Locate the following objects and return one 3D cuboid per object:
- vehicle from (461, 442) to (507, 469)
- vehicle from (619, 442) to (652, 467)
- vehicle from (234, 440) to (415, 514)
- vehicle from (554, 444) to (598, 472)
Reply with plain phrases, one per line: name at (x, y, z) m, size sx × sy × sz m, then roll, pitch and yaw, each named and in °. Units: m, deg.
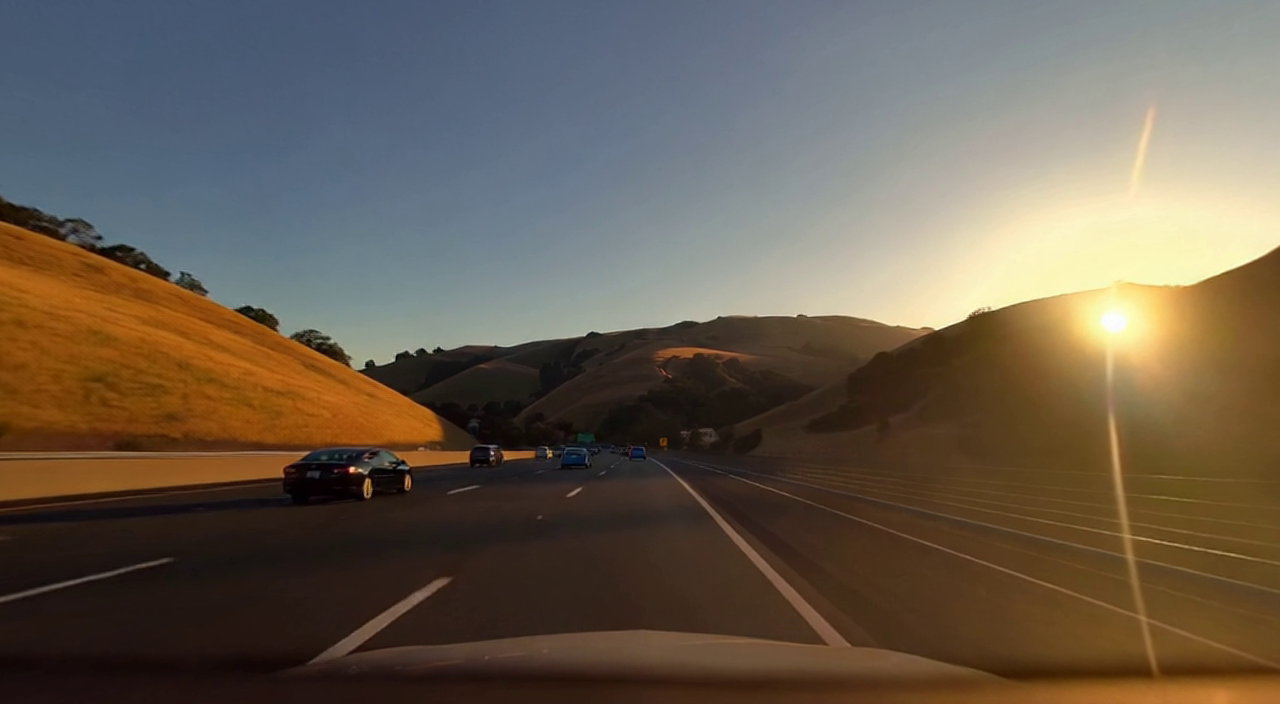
vehicle at (-11.007, 7.291, 44.711) m, size 2.025 × 1.750 × 4.505 m, roll 0°, pitch -8°, yaw 1°
vehicle at (-0.348, 7.179, 44.322) m, size 2.225 × 1.674 × 4.044 m, roll 0°, pitch -8°, yaw -1°
vehicle at (-7.068, 2.808, 14.750) m, size 1.991 × 1.441 × 4.265 m, roll 0°, pitch -8°, yaw 1°
vehicle at (-3.689, 6.224, 37.354) m, size 2.144 × 1.505 × 4.649 m, roll 0°, pitch -8°, yaw 0°
